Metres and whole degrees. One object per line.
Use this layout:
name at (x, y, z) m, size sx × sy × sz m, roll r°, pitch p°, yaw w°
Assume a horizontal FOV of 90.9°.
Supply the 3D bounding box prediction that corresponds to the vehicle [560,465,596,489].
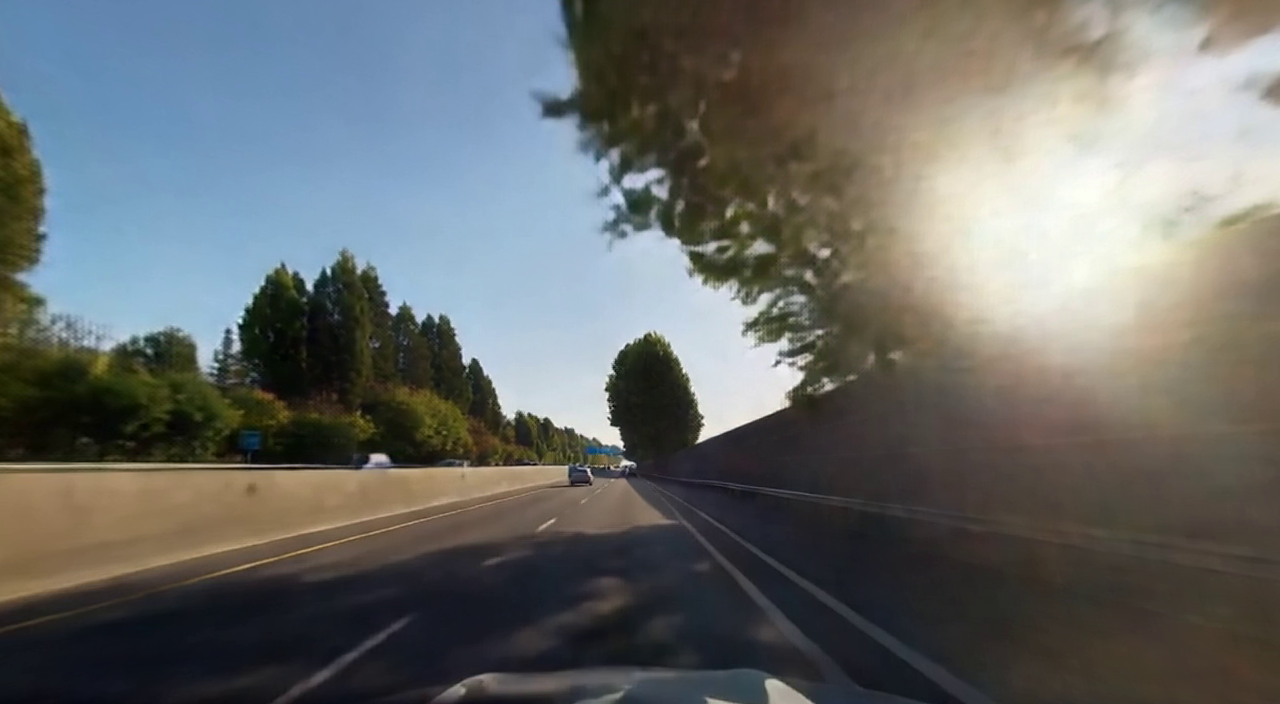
vehicle at (-4.114, 8.420, 42.562) m, size 2.006 × 1.469 × 4.050 m, roll 1°, pitch -10°, yaw 0°

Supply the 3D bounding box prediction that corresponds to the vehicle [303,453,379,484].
vehicle at (-15.967, 6.263, 33.901) m, size 1.882 × 1.503 × 4.430 m, roll 1°, pitch -11°, yaw 0°
